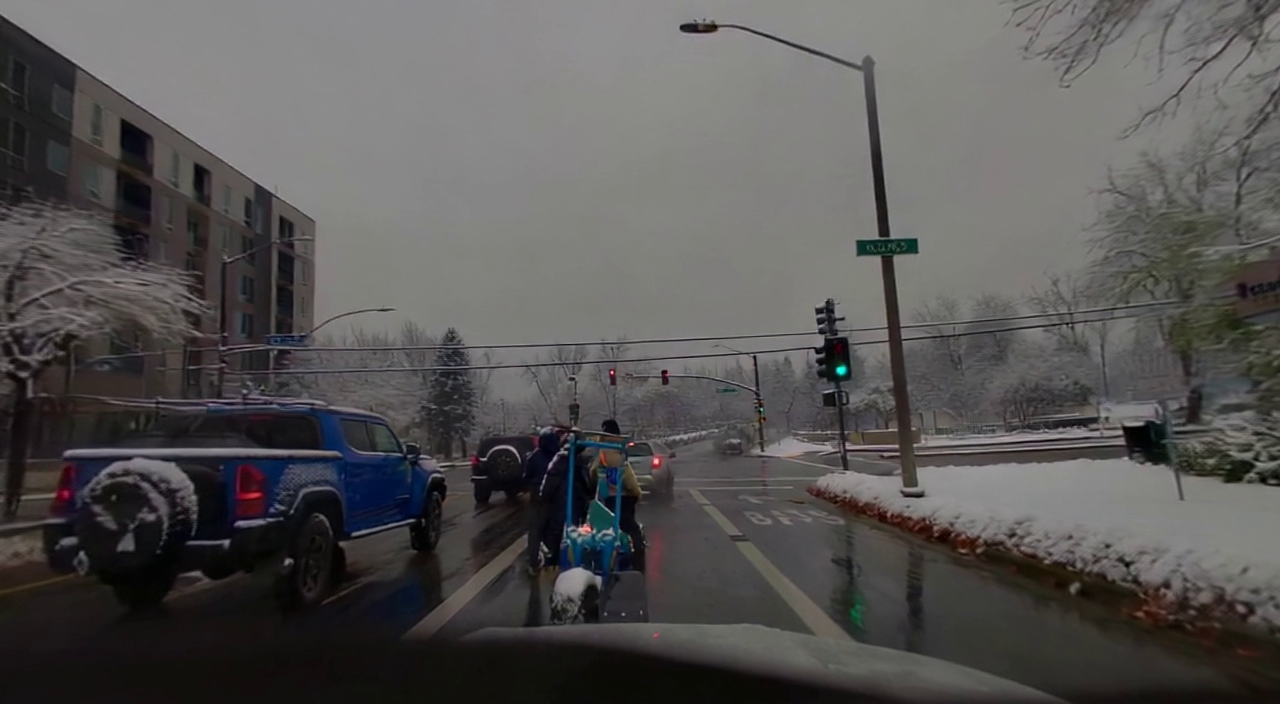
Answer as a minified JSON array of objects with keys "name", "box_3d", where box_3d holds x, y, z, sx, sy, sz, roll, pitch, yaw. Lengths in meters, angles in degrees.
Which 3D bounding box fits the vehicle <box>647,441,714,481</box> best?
[{"name":"vehicle","box_3d":[1.735,4.398,25.701,2.025,1.458,4.085,-2,-9,14]}]

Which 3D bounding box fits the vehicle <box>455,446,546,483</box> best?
[{"name":"vehicle","box_3d":[-6.116,4.998,28.262,2.018,1.491,4.795,-2,-9,14]}]

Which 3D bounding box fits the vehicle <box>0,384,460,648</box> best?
[{"name":"vehicle","box_3d":[-3.581,1.457,6.611,2.000,1.809,4.405,0,-8,1]}]

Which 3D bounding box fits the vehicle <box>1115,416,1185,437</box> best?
[{"name":"vehicle","box_3d":[36.764,5.409,45.317,1.625,1.449,3.557,6,-11,-38]}]

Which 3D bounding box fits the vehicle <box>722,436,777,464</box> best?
[{"name":"vehicle","box_3d":[6.944,6.143,39.572,2.082,1.671,3.992,-5,-10,30]}]

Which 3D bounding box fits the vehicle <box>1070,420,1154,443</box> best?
[{"name":"vehicle","box_3d":[30.641,5.192,40.811,1.751,1.420,4.027,8,-12,-42]}]

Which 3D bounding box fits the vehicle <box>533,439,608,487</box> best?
[{"name":"vehicle","box_3d":[-2.513,4.152,23.780,1.935,1.615,4.073,-1,-8,7]}]
